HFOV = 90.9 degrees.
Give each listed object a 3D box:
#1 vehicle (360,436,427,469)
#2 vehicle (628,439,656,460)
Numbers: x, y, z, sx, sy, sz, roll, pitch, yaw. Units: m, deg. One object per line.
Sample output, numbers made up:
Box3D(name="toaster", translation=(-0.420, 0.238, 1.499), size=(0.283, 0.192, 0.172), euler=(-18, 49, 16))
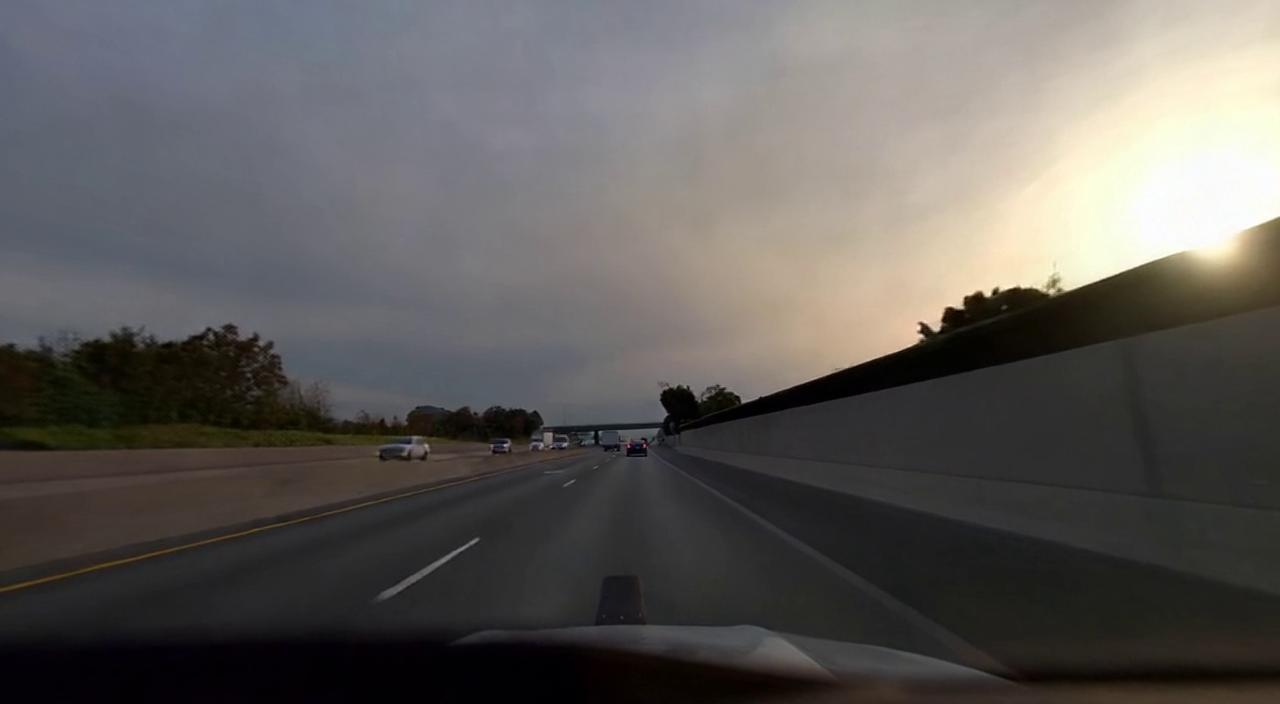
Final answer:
Box3D(name="vehicle", translation=(-14.994, 6.159, 38.652), size=(2.040, 1.854, 4.987), euler=(0, -8, 0))
Box3D(name="vehicle", translation=(0.127, 7.381, 47.710), size=(2.030, 1.523, 4.114), euler=(0, -8, 0))
